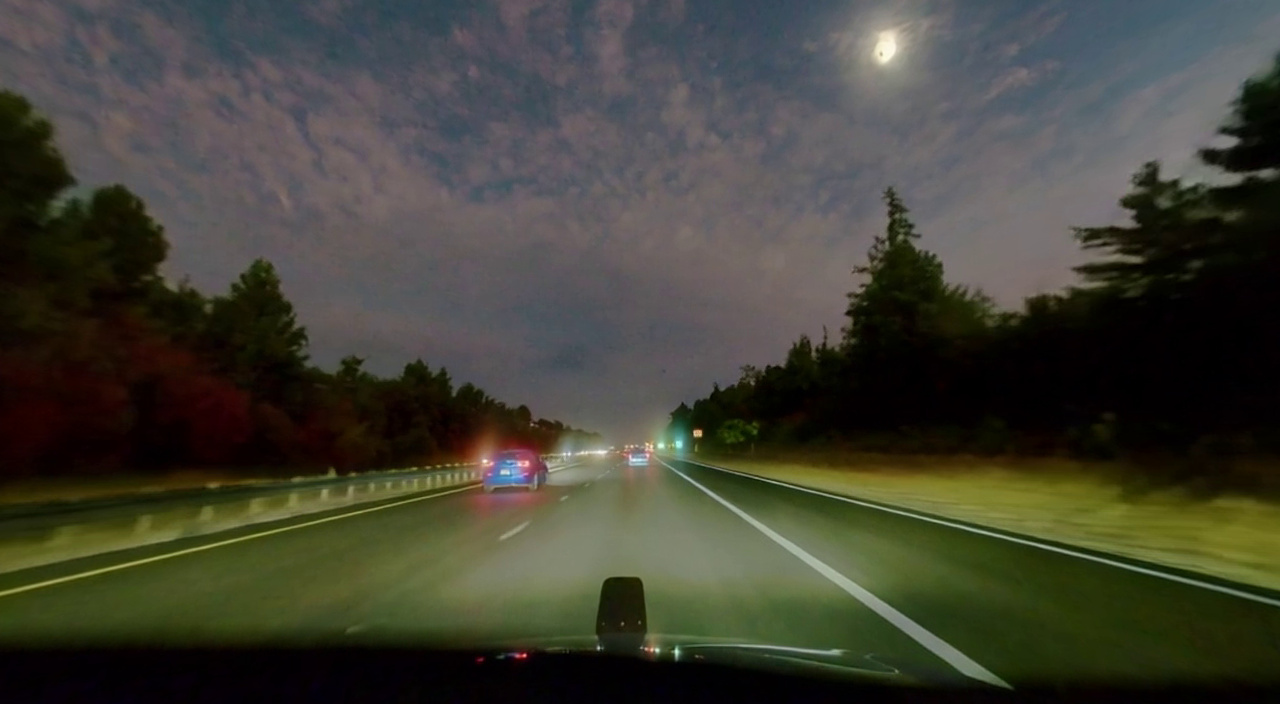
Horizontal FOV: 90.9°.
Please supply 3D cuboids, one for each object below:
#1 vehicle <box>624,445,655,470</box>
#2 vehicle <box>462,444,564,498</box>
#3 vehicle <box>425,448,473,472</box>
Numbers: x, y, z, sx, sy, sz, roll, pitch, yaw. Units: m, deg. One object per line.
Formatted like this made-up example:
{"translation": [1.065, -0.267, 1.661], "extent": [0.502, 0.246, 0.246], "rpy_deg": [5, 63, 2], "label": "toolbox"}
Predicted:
{"translation": [-0.018, 7.176, 43.072], "extent": [2.011, 1.590, 3.607], "rpy_deg": [0, -9, 1], "label": "vehicle"}
{"translation": [-3.810, 3.661, 19.830], "extent": [2.157, 1.483, 4.601], "rpy_deg": [0, -9, 1], "label": "vehicle"}
{"translation": [-13.220, 7.487, 43.896], "extent": [1.904, 1.580, 4.453], "rpy_deg": [0, -9, 1], "label": "vehicle"}
